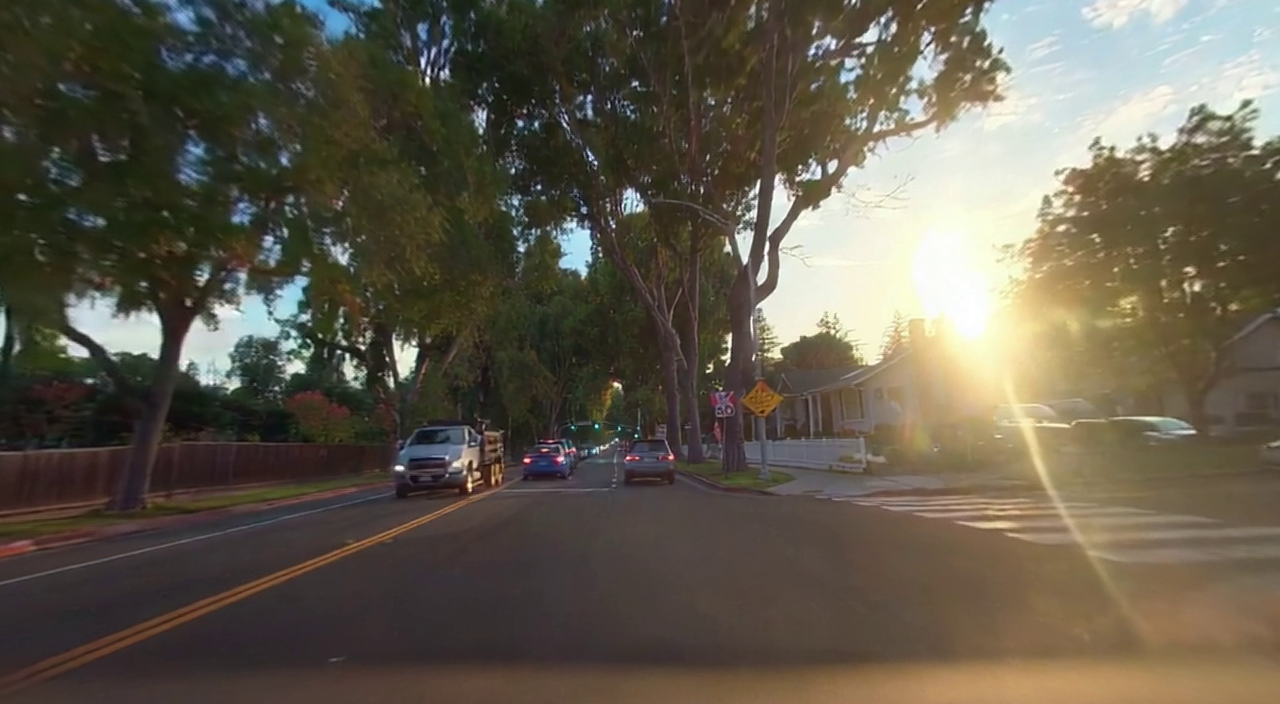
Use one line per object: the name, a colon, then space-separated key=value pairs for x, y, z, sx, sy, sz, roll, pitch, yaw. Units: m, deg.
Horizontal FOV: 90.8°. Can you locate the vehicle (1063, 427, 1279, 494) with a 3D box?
vehicle: x=13.034 y=2.567 z=15.157 sx=4.462 sy=1.427 sz=1.886 roll=0 pitch=-8 yaw=-5

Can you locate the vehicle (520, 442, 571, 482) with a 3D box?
vehicle: x=-3.927 y=4.632 z=27.008 sx=1.919 sy=1.501 sz=4.509 roll=0 pitch=-8 yaw=-5

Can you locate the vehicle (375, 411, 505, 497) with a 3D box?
vehicle: x=-7.243 y=3.838 z=24.191 sx=2.920 sy=2.707 sz=7.670 roll=0 pitch=-8 yaw=-4

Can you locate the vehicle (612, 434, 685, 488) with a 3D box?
vehicle: x=0.176 y=3.873 z=22.796 sx=2.258 sy=1.682 sz=4.635 roll=0 pitch=-8 yaw=-4

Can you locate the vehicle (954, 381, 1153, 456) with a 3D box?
vehicle: x=16.018 y=2.735 z=24.824 sx=6.115 sy=2.590 sz=2.371 roll=-7 pitch=-10 yaw=35
